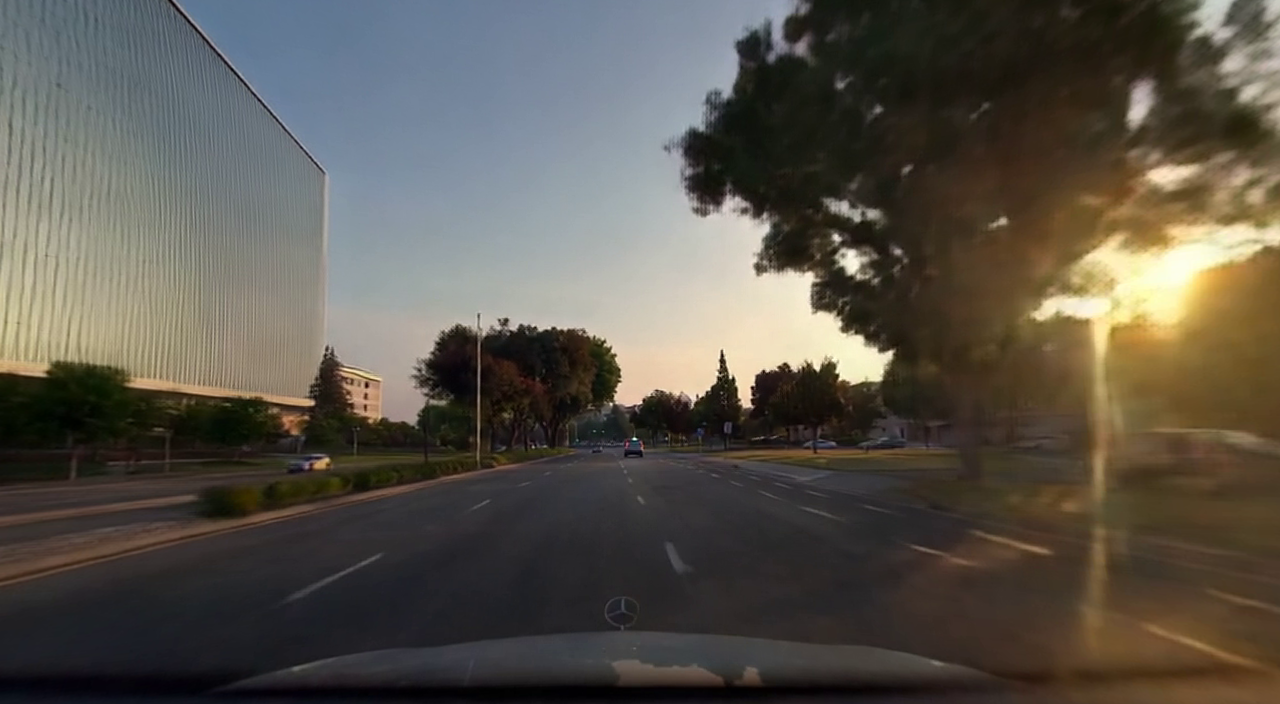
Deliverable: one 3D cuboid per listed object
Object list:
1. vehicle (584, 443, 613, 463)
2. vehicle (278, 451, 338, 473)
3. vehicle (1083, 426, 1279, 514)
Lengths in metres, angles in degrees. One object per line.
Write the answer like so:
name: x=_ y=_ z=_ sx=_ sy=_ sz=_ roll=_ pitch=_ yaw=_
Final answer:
vehicle: x=-3.117 y=7.536 z=47.358 sx=2.080 sy=1.445 sz=4.096 roll=0 pitch=-8 yaw=-3
vehicle: x=-23.956 y=7.920 z=45.744 sx=1.862 sy=1.489 sz=4.780 roll=0 pitch=-8 yaw=-2
vehicle: x=12.360 y=2.458 z=13.723 sx=2.024 sy=1.575 sz=4.498 roll=0 pitch=-8 yaw=-3
